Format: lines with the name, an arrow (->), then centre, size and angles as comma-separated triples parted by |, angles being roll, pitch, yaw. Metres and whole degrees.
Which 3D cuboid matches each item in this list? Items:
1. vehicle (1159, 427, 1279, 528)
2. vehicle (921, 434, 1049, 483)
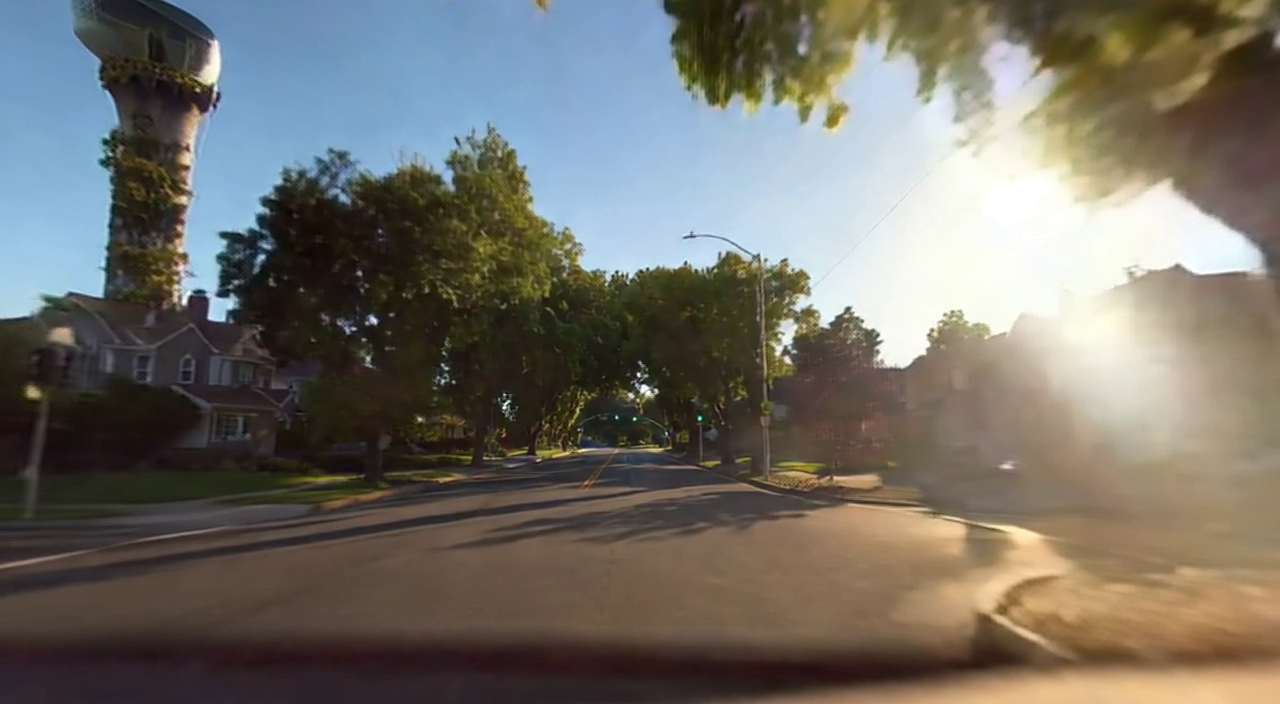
vehicle -> 12.393, 2.186, 11.141 | 4.448, 1.637, 1.881 | -1, -8, 7
vehicle -> 10.541, 3.212, 19.282 | 3.191, 1.365, 1.458 | -5, -10, 37
